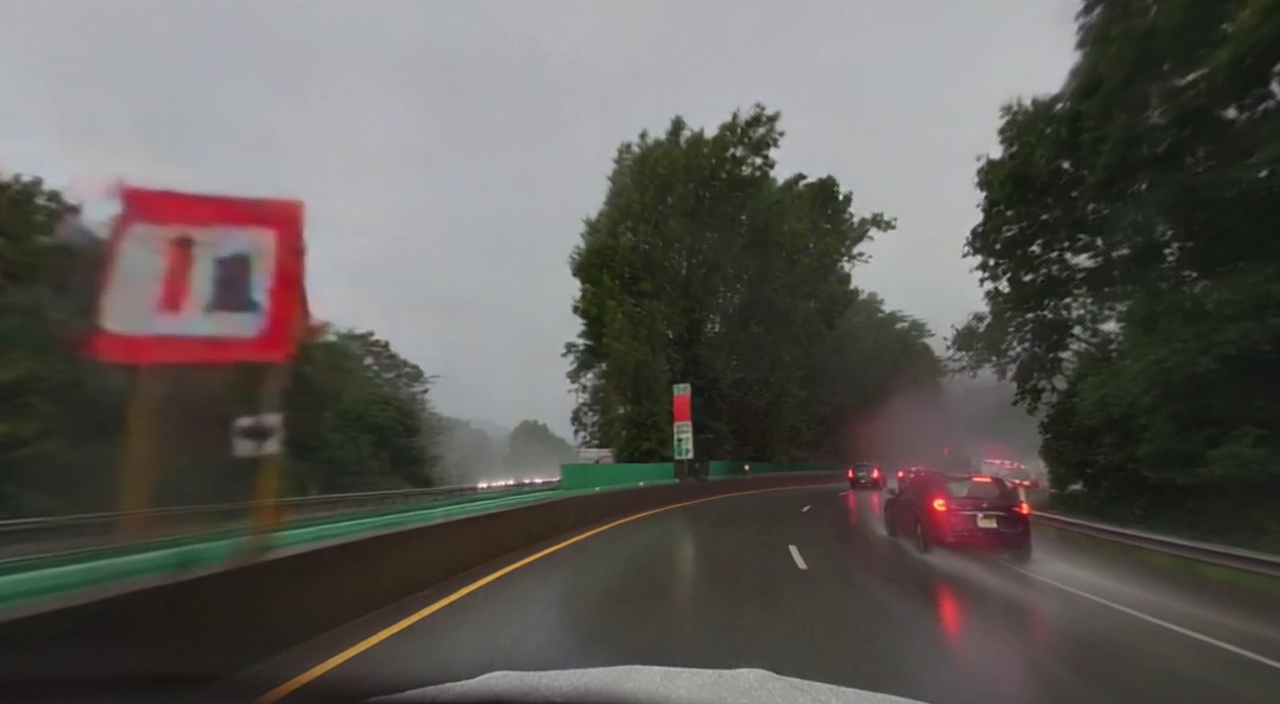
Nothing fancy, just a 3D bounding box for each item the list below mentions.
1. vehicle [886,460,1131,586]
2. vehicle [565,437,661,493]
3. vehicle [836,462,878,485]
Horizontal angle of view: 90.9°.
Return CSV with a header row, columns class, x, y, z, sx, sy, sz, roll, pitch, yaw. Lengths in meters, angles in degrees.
class,x,y,z,sx,sy,sz,roll,pitch,yaw
vehicle,5.707,2.653,10.511,2.023,1.593,4.105,-1,-11,8
vehicle,-1.855,8.826,49.233,2.909,3.910,9.340,-5,-12,29
vehicle,15.426,8.645,44.734,1.992,1.503,3.793,-6,-12,31
